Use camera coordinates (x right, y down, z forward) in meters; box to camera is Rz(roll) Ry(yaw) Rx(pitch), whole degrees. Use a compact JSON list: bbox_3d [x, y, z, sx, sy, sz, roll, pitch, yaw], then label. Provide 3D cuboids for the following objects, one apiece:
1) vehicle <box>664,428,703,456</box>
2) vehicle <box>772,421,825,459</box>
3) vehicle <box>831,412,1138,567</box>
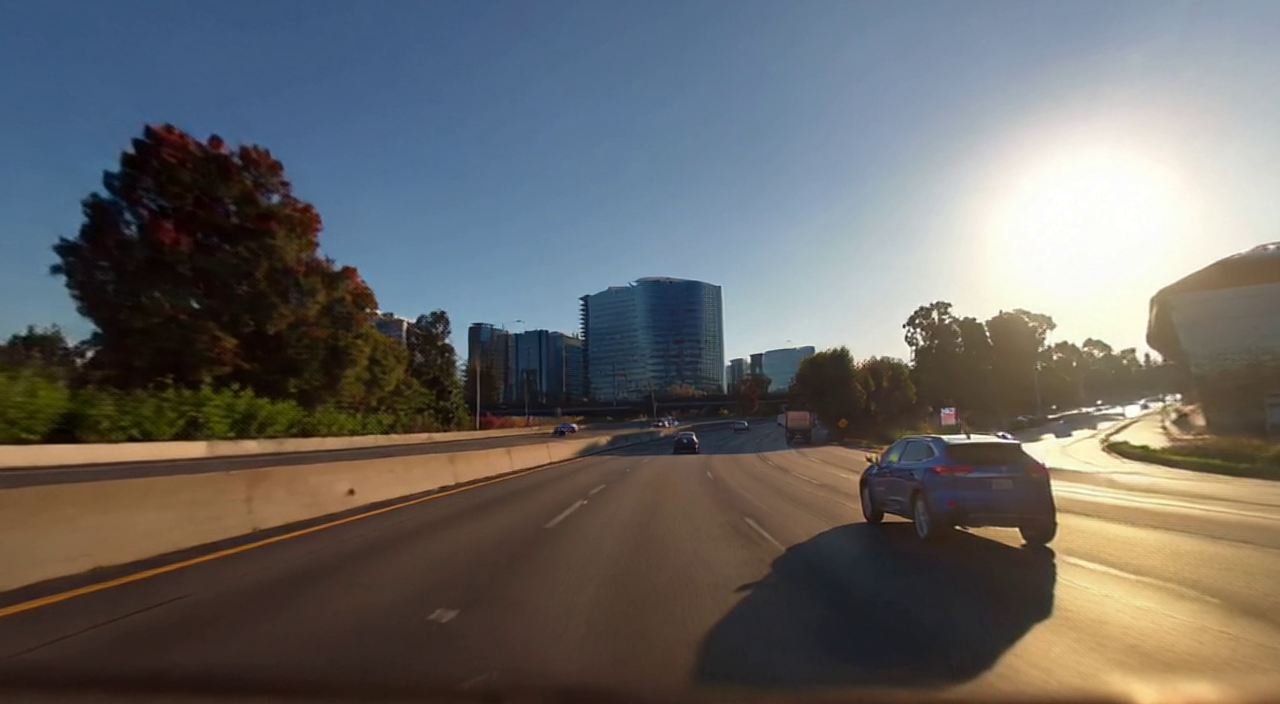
[{"bbox_3d":[2.950,6.001,42.055,2.181,1.768,4.383,-1,-9,8],"label":"vehicle"},{"bbox_3d":[10.053,5.684,40.635,2.526,2.230,6.190,-1,-9,7],"label":"vehicle"},{"bbox_3d":[4.404,1.816,9.091,2.097,1.659,4.320,0,-9,2],"label":"vehicle"}]
